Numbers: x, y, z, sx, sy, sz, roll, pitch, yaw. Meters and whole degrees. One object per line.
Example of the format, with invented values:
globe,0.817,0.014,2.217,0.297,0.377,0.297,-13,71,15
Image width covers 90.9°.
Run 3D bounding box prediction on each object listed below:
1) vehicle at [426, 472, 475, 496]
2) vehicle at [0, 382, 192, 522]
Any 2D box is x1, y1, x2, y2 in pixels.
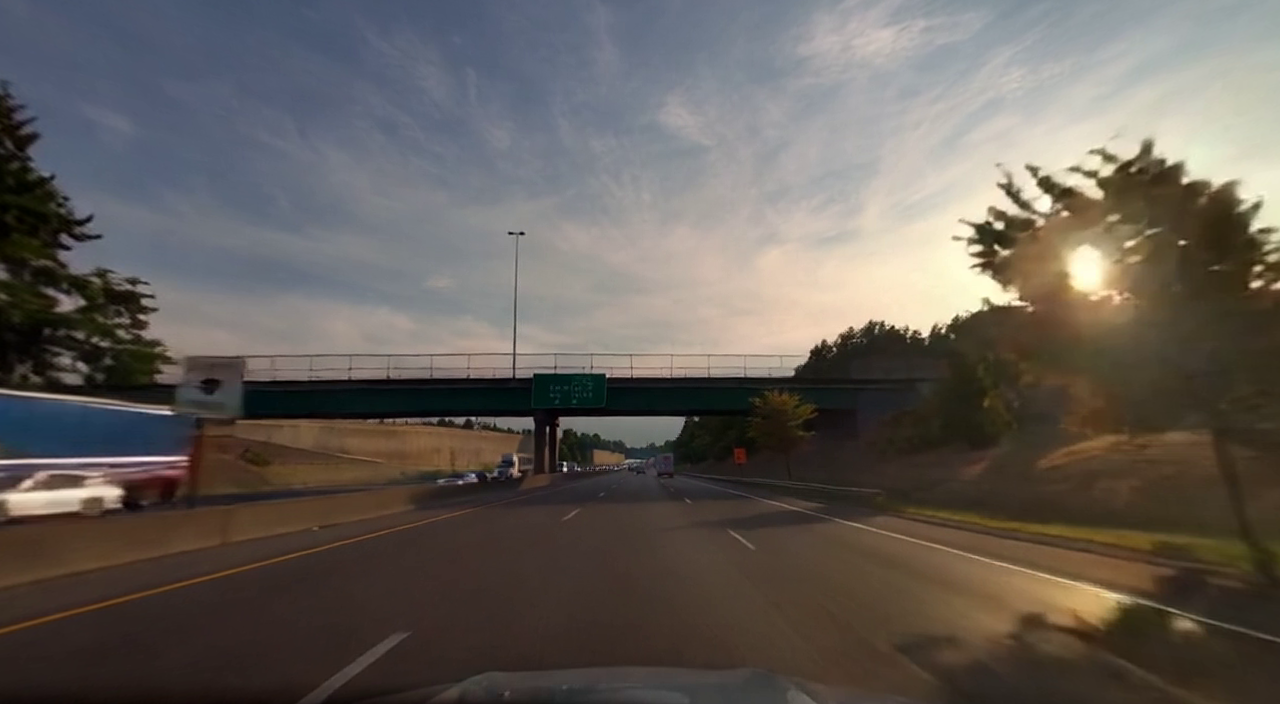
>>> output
vehicle,-12.360,8.616,41.391,1.892,1.440,4.385,1,-10,0
vehicle,-20.482,3.070,19.375,2.856,4.088,14.105,1,-10,1
